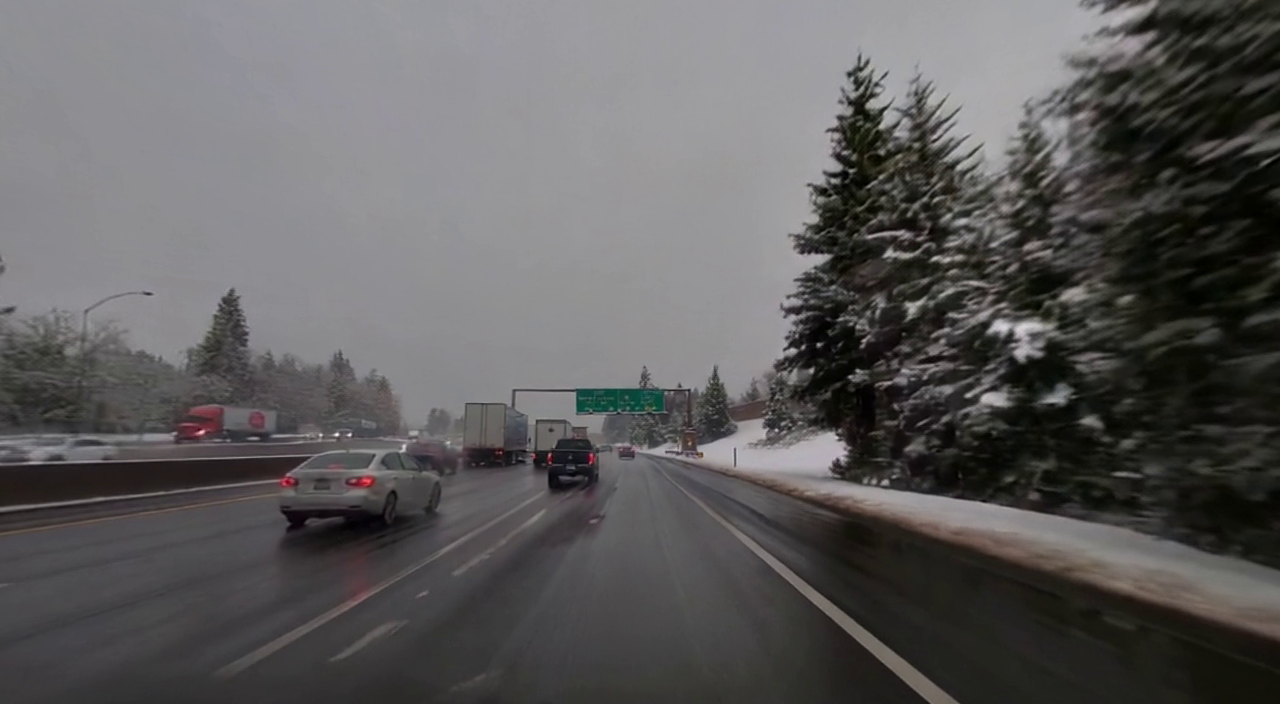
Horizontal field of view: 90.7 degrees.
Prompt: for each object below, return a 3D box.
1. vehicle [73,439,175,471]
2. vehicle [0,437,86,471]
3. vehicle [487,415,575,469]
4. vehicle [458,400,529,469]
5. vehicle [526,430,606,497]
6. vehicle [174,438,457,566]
[{"bbox_3d":[-26.388,5.282,32.598,1.854,1.490,4.319,1,-9,-5],"label":"vehicle"},{"bbox_3d":[-30.953,5.179,32.309,1.810,1.585,4.116,1,-8,-5],"label":"vehicle"},{"bbox_3d":[-6.322,5.732,39.665,3.270,2.674,14.547,-1,-9,-1],"label":"vehicle"},{"bbox_3d":[-10.773,6.384,48.077,2.966,4.493,12.921,0,-8,-3],"label":"vehicle"},{"bbox_3d":[-2.132,3.398,19.713,2.093,1.785,5.303,0,-8,-3],"label":"vehicle"},{"bbox_3d":[-4.390,2.063,9.608,1.932,1.445,4.625,0,-8,-2],"label":"vehicle"}]
